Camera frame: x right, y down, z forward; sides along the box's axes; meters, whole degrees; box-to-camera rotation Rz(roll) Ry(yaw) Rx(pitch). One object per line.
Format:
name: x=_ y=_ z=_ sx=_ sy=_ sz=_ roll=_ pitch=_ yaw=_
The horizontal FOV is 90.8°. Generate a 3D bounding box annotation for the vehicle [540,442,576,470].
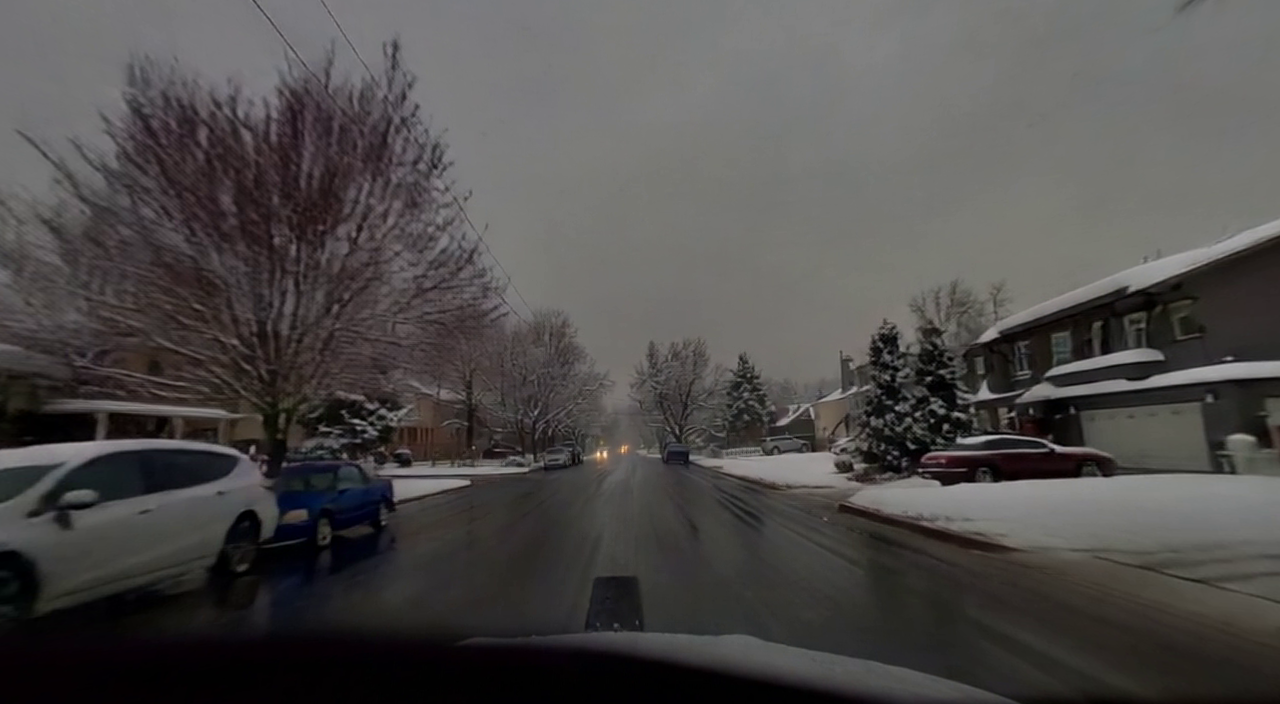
vehicle: x=-6.341 y=8.032 z=49.169 sx=2.050 sy=1.911 sz=4.852 roll=-3 pitch=-7 yaw=0

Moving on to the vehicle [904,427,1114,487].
vehicle: x=10.228 y=2.956 z=17.802 sx=4.629 sy=1.504 sz=1.945 roll=-1 pitch=-9 yaw=-1

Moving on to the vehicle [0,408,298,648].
vehicle: x=-5.829 y=1.591 z=6.253 sx=2.015 sy=1.766 sz=5.450 roll=-3 pitch=-8 yaw=-2
